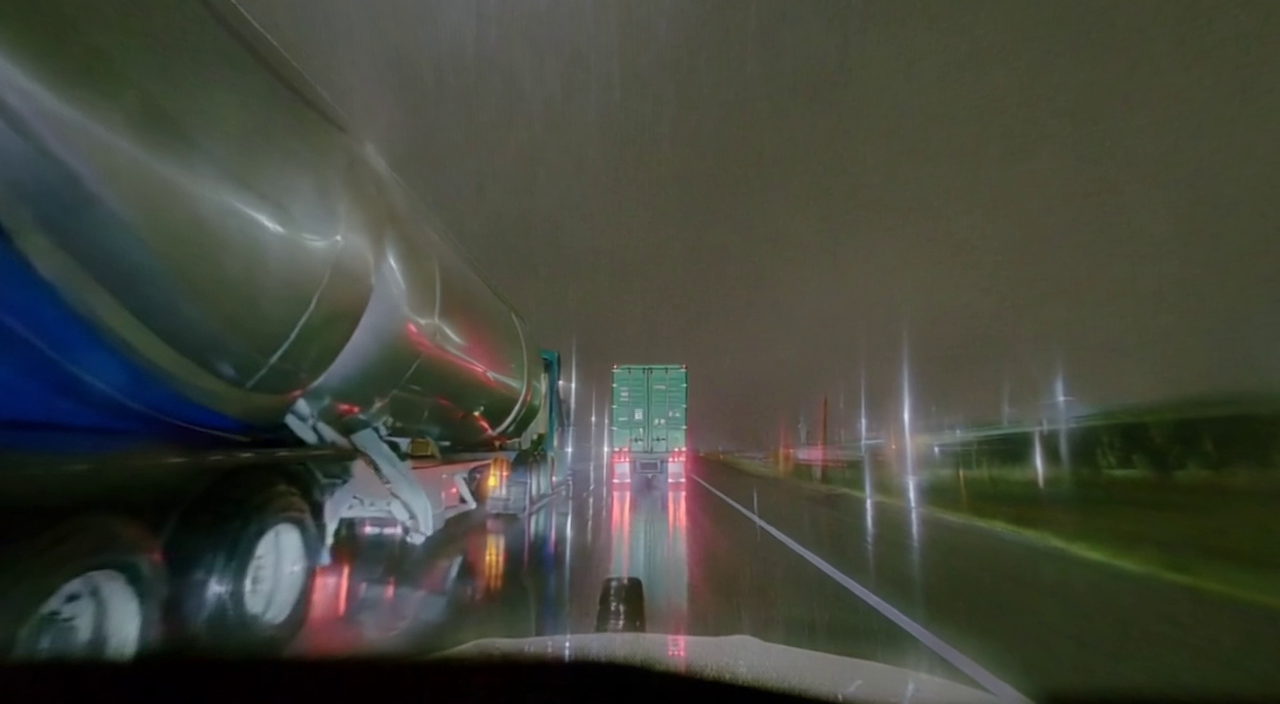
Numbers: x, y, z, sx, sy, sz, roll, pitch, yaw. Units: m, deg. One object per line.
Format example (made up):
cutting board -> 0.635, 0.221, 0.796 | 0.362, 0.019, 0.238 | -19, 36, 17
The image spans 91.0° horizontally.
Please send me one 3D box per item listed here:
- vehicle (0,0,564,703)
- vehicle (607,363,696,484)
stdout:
vehicle -> -3.877, 0.930, 9.853 | 3.267, 3.655, 17.154 | 0, -8, 0
vehicle -> 0.439, 3.209, 26.699 | 2.942, 4.003, 11.297 | 0, -9, 1
